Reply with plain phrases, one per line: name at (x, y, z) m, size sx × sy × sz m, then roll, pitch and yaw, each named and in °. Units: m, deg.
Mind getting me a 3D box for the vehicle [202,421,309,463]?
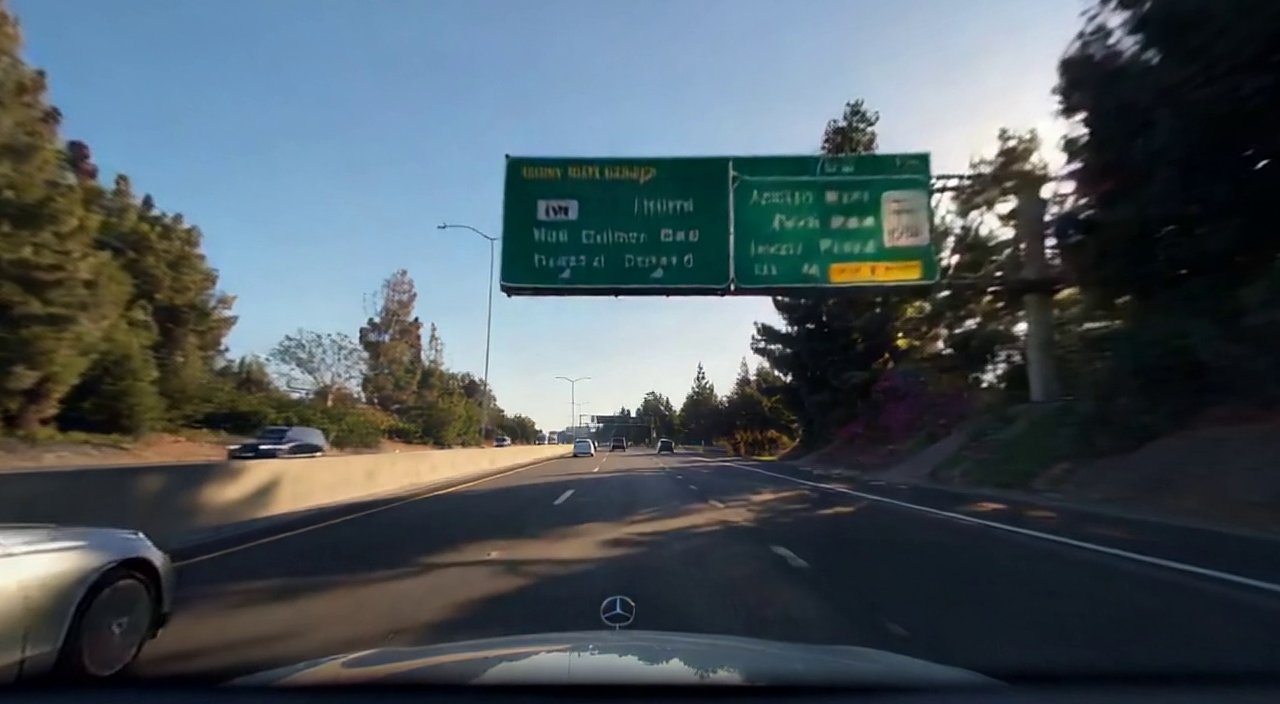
vehicle at (-16.320, 3.859, 27.016) m, size 1.942 × 1.633 × 4.364 m, roll 0°, pitch -8°, yaw -2°
